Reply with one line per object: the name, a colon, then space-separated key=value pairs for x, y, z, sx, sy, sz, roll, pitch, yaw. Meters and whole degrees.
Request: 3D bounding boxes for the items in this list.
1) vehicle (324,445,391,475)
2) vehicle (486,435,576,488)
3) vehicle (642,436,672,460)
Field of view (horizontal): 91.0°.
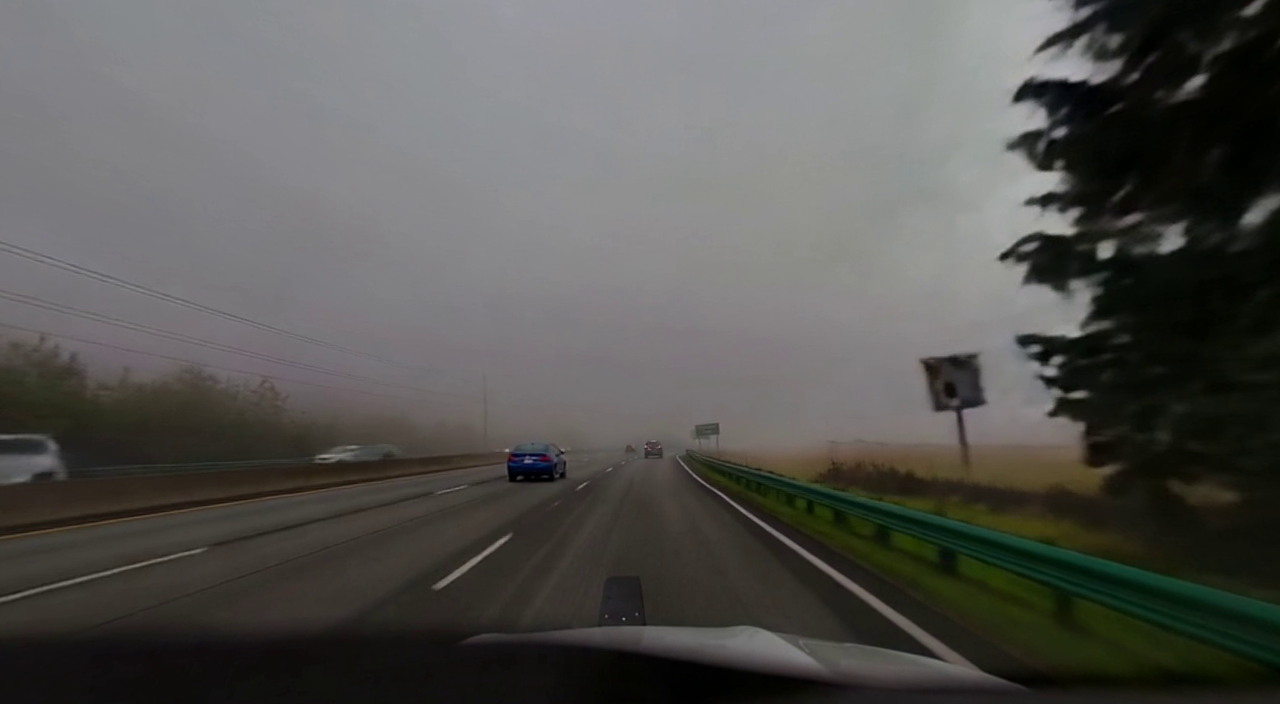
vehicle: x=-15.474 y=5.910 z=34.709 sx=1.698 sy=1.451 sz=4.135 roll=0 pitch=-8 yaw=1
vehicle: x=-3.412 y=3.514 z=20.656 sx=2.021 sy=1.515 sz=4.453 roll=0 pitch=-8 yaw=2
vehicle: x=1.331 y=7.367 z=48.592 sx=2.176 sy=1.725 sz=4.182 roll=0 pitch=-8 yaw=2
